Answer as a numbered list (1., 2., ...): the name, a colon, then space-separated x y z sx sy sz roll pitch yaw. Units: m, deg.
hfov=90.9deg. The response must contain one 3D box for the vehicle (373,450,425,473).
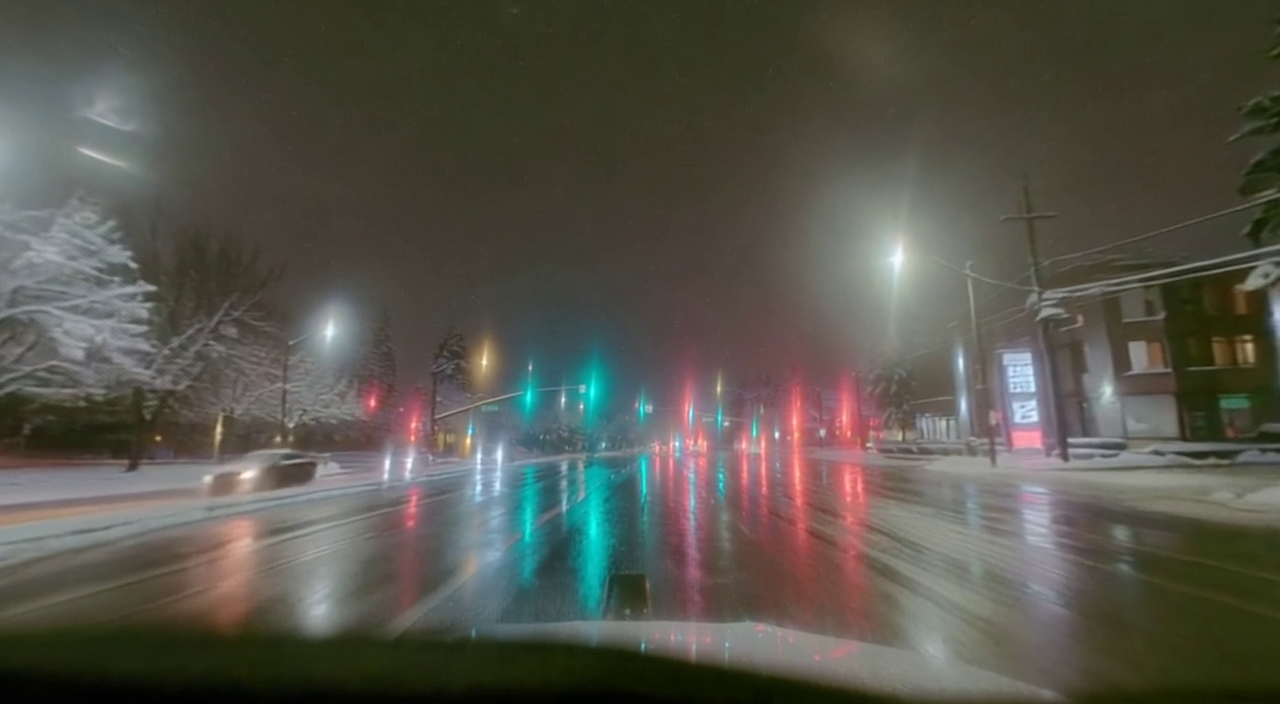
1. vehicle: -17.554 7.991 46.181 1.939 1.500 4.547 -1 -9 1

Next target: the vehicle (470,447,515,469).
1. vehicle: -10.442 7.515 44.987 1.943 1.463 4.707 -1 -9 2

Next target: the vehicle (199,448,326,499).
1. vehicle: -13.943 4.461 23.683 1.940 1.690 4.447 0 -9 1
